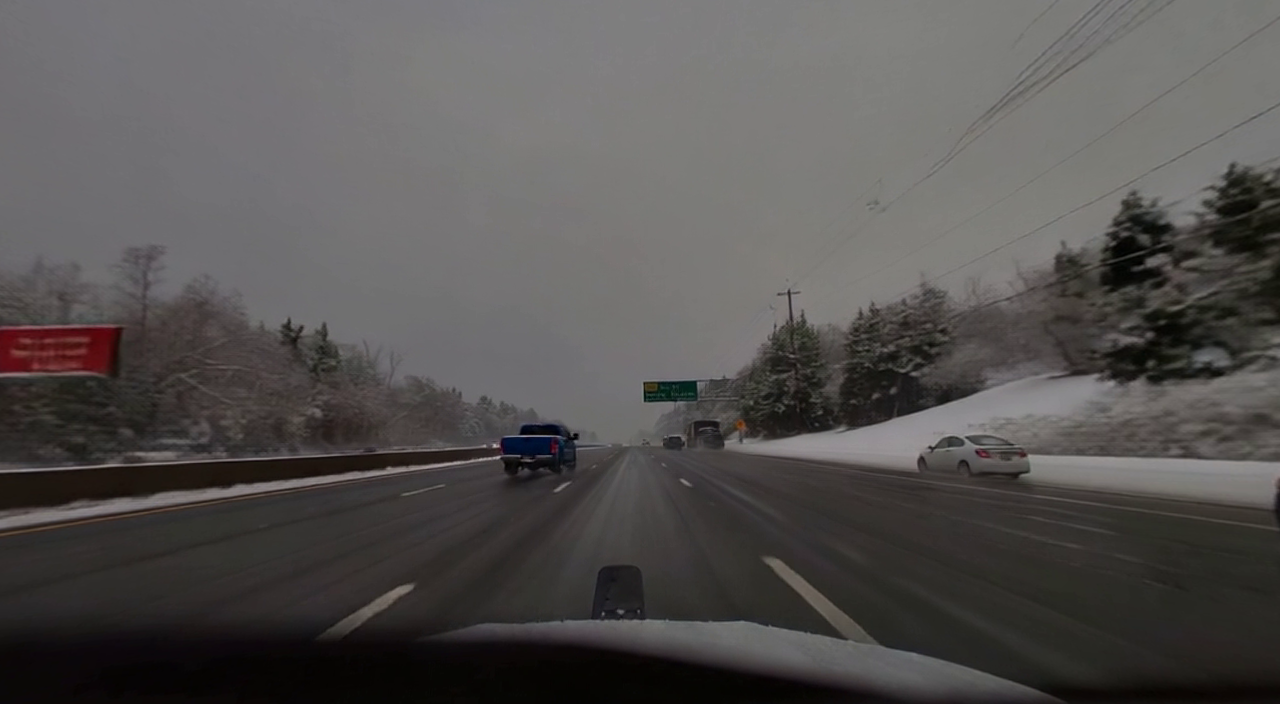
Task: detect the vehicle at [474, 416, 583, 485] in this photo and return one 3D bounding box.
[{"bbox_3d":[-3.587,3.378,21.780,2.508,2.023,6.176,0,-8,1],"label":"vehicle"}]

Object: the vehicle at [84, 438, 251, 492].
[{"bbox_3d":[-18.144,4.326,24.625,2.278,1.824,5.389,0,-8,1],"label":"vehicle"}]

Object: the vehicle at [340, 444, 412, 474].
[{"bbox_3d":[-13.919,5.656,33.483,1.839,1.482,4.447,0,-8,1],"label":"vehicle"}]

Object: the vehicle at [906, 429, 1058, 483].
[{"bbox_3d":[10.442,3.213,19.749,2.076,1.470,4.644,0,-8,-1],"label":"vehicle"}]
